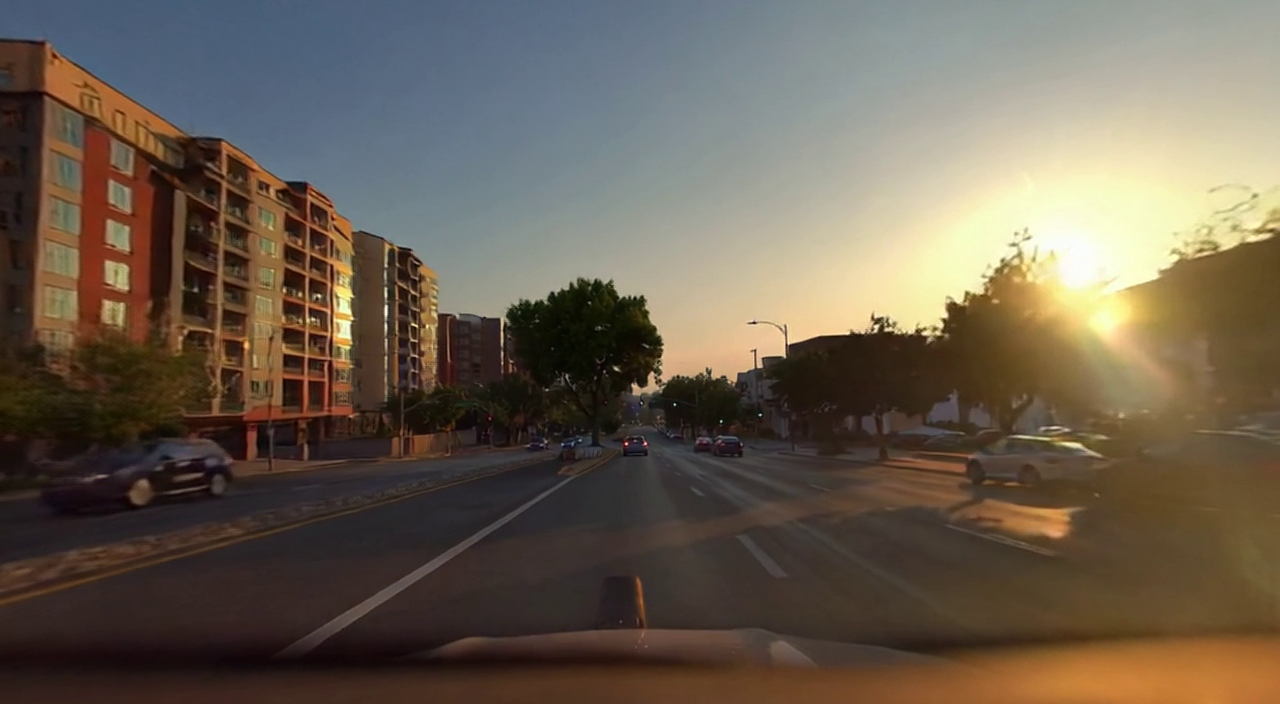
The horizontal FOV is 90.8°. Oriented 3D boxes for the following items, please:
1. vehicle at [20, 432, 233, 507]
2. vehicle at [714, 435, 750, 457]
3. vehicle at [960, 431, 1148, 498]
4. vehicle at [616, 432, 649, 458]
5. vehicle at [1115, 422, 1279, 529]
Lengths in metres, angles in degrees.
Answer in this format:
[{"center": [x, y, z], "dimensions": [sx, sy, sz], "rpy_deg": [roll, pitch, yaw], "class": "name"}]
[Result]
[{"center": [-13.214, 3.027, 16.749], "dimensions": [2.046, 1.682, 4.518], "rpy_deg": [0, -8, -4], "class": "vehicle"}, {"center": [6.324, 6.539, 43.982], "dimensions": [1.768, 1.417, 4.213], "rpy_deg": [0, -8, -2], "class": "vehicle"}, {"center": [10.352, 2.836, 16.303], "dimensions": [1.948, 1.489, 4.276], "rpy_deg": [0, -8, 0], "class": "vehicle"}, {"center": [-0.462, 6.078, 41.330], "dimensions": [2.032, 1.593, 3.896], "rpy_deg": [0, -8, 0], "class": "vehicle"}, {"center": [10.552, 2.020, 10.573], "dimensions": [1.905, 1.597, 4.040], "rpy_deg": [0, -8, -2], "class": "vehicle"}]
